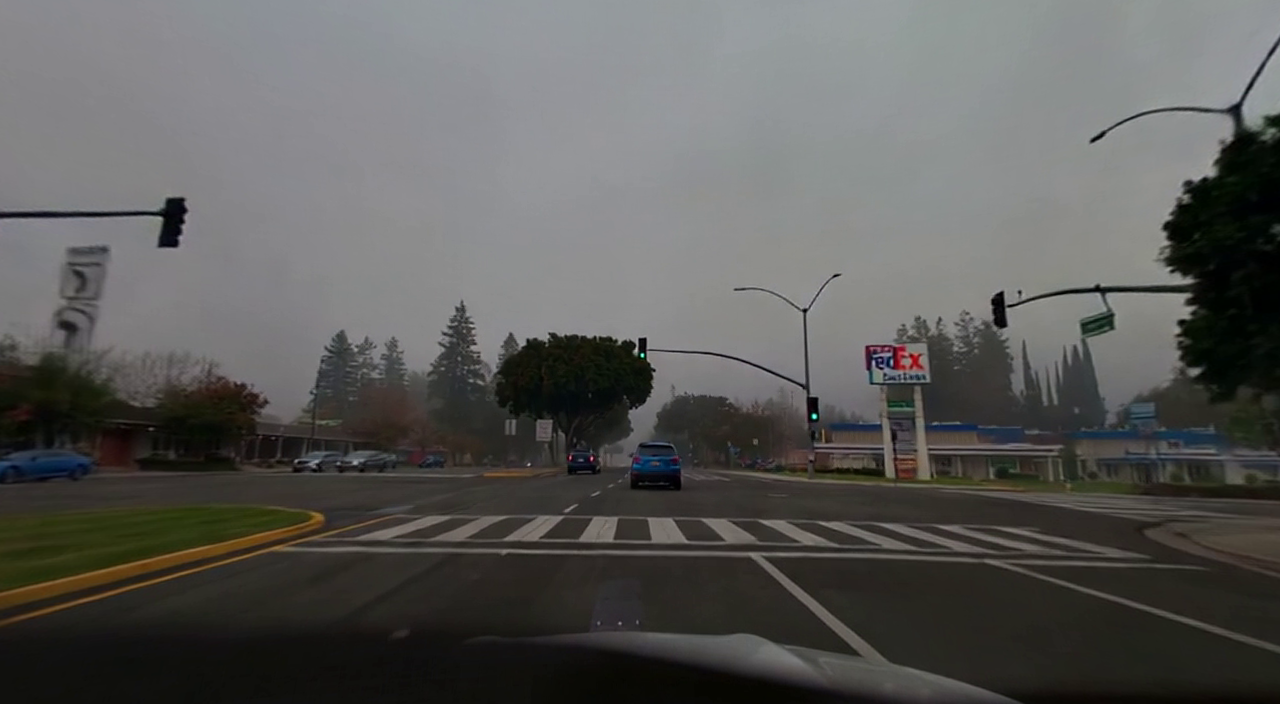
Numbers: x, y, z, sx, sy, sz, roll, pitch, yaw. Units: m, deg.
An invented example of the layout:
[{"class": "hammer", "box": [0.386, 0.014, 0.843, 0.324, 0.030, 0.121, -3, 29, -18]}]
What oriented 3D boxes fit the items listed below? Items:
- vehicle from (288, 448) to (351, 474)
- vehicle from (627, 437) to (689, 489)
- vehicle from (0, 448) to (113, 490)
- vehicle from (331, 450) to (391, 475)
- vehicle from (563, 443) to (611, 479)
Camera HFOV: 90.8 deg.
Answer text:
[{"class": "vehicle", "box": [-24.728, 8.419, 49.005, 2.182, 1.906, 5.364, 0, -9, -1]}, {"class": "vehicle", "box": [0.683, 4.480, 25.838, 2.273, 1.909, 5.075, 0, -9, 0]}, {"class": "vehicle", "box": [-24.544, 4.658, 25.558, 2.030, 1.522, 5.068, 0, -9, 0]}, {"class": "vehicle", "box": [-19.379, 7.656, 44.143, 1.948, 1.586, 4.962, 0, -9, 0]}, {"class": "vehicle", "box": [-2.875, 6.030, 35.235, 2.202, 1.856, 4.516, 0, -9, 1]}]
